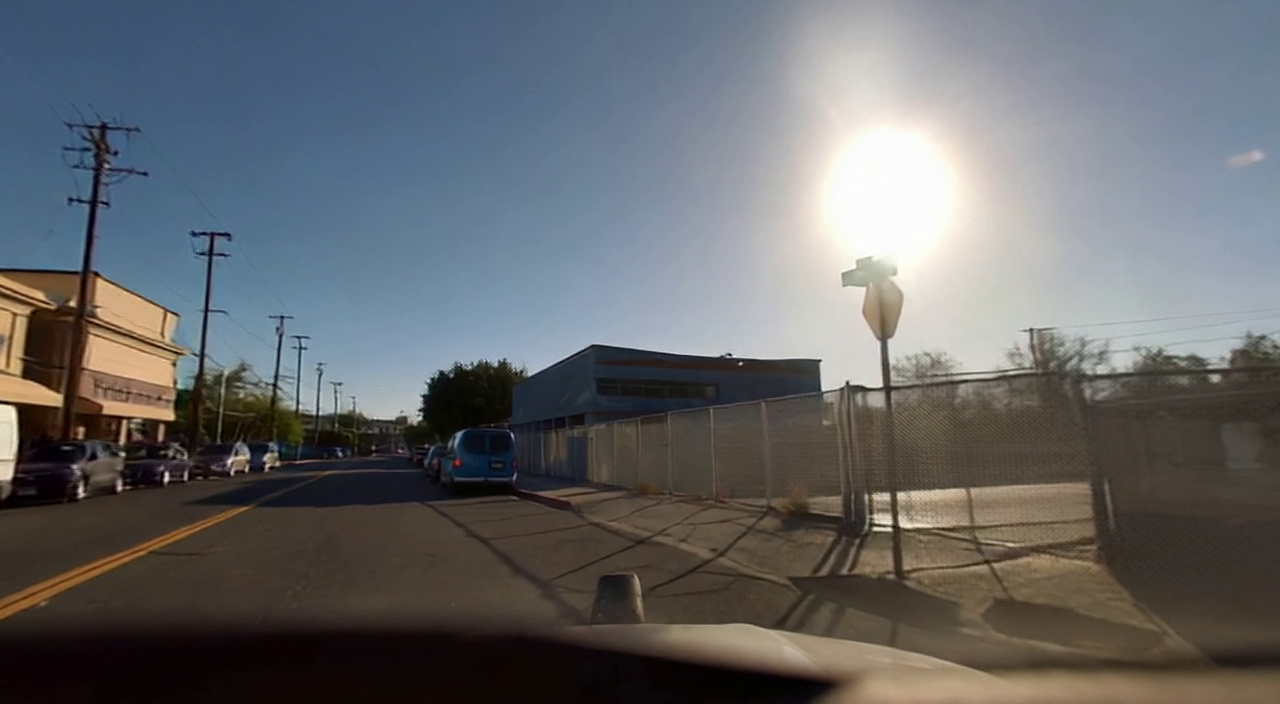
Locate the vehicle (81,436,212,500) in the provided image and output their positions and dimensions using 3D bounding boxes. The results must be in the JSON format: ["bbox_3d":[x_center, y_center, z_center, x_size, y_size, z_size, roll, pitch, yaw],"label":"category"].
[{"bbox_3d":[-18.052,4.218,23.512,2.304,1.937,5.720,1,-8,-22],"label":"vehicle"}]

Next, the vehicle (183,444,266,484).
[{"bbox_3d":[-22.099,5.942,33.914,2.504,1.919,5.658,3,-9,-21],"label":"vehicle"}]

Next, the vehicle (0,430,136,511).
[{"bbox_3d":[-15.660,3.198,17.166,1.857,1.908,4.081,3,-11,-22],"label":"vehicle"}]

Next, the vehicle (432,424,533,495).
[{"bbox_3d":[-5.487,3.577,21.312,2.327,2.021,5.850,4,-9,-23],"label":"vehicle"}]
